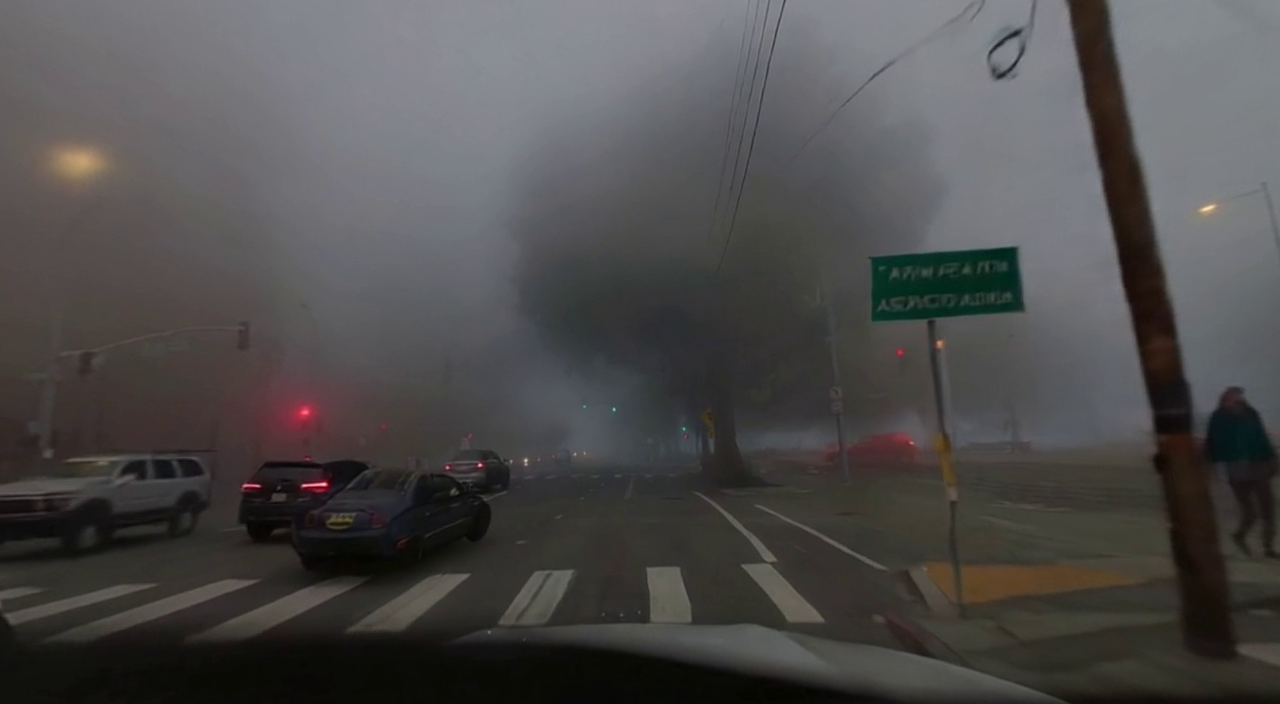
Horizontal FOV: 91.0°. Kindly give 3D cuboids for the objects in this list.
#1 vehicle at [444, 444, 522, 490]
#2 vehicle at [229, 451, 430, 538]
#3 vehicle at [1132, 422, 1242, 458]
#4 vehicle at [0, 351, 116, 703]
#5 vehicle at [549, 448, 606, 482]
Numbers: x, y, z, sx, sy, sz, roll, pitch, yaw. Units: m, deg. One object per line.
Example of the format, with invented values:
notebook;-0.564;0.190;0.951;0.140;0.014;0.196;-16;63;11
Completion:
vehicle;-6.209;4.567;25.370;2.012;1.664;3.917;0;-8;2
vehicle;-6.358;2.930;13.675;1.960;1.479;4.654;0;-8;0
vehicle;25.188;4.115;29.147;1.690;1.559;3.521;0;-9;-6
vehicle;-3.159;0.561;0.180;2.042;1.673;4.516;0;-8;1
vehicle;-2.855;5.271;29.709;2.147;1.472;4.406;0;-8;1
